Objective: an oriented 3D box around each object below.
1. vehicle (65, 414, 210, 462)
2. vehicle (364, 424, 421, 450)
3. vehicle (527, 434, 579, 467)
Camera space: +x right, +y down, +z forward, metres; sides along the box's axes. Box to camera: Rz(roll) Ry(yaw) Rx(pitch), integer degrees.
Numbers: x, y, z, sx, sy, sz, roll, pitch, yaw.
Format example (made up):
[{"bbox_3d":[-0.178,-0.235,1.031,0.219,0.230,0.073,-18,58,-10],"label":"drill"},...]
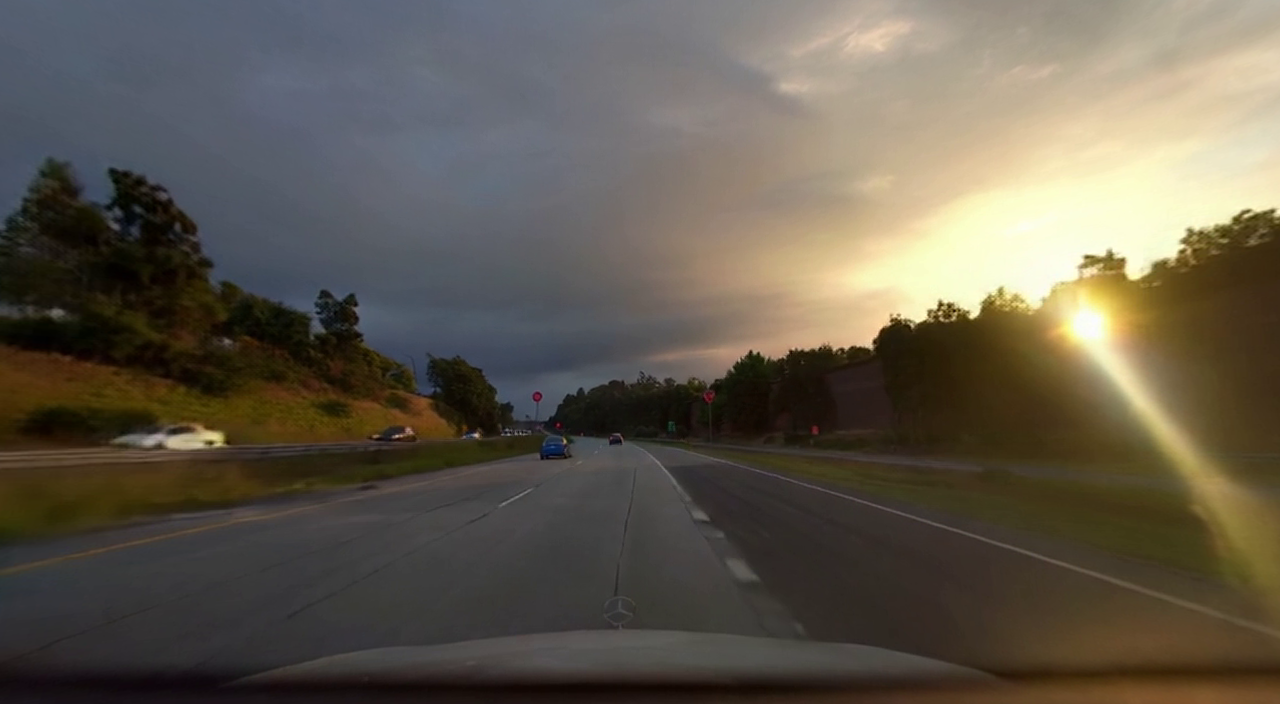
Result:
[{"bbox_3d":[-19.703,3.415,25.062,1.923,1.691,4.650,0,-8,-1],"label":"vehicle"},{"bbox_3d":[-16.707,5.775,42.750,2.089,1.652,4.505,0,-8,-1],"label":"vehicle"},{"bbox_3d":[-3.923,4.483,28.942,1.874,1.369,3.875,0,-8,-1],"label":"vehicle"}]
